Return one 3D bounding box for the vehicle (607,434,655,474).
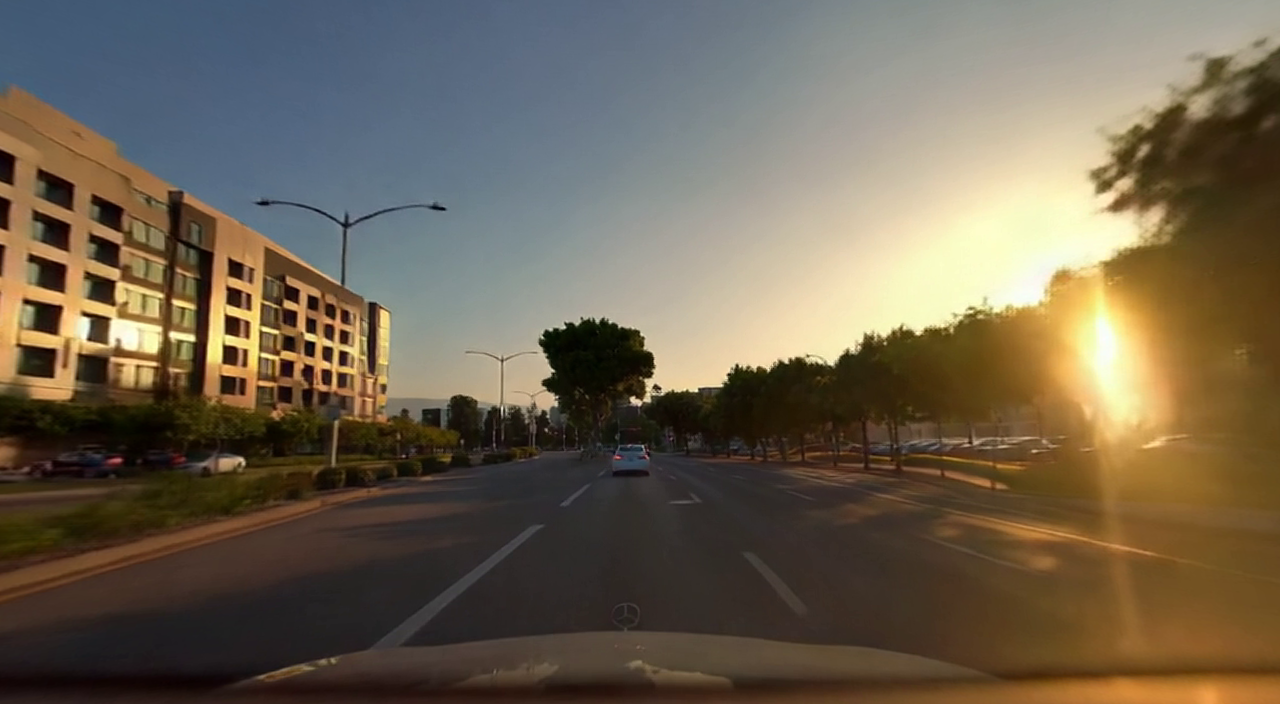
[{"bbox_3d":[-0.429,5.202,32.258,2.260,1.872,4.578,0,-9,0],"label":"vehicle"}]

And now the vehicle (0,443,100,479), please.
[{"bbox_3d":[-35.305,6.406,37.140,2.181,1.913,5.591,-1,-9,0],"label":"vehicle"}]

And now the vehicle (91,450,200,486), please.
[{"bbox_3d":[-26.853,6.263,34.576,1.992,1.798,4.987,0,-9,-1],"label":"vehicle"}]

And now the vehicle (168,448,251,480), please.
[{"bbox_3d":[-27.138,7.044,40.043,1.978,1.835,4.932,0,-9,-3],"label":"vehicle"}]
